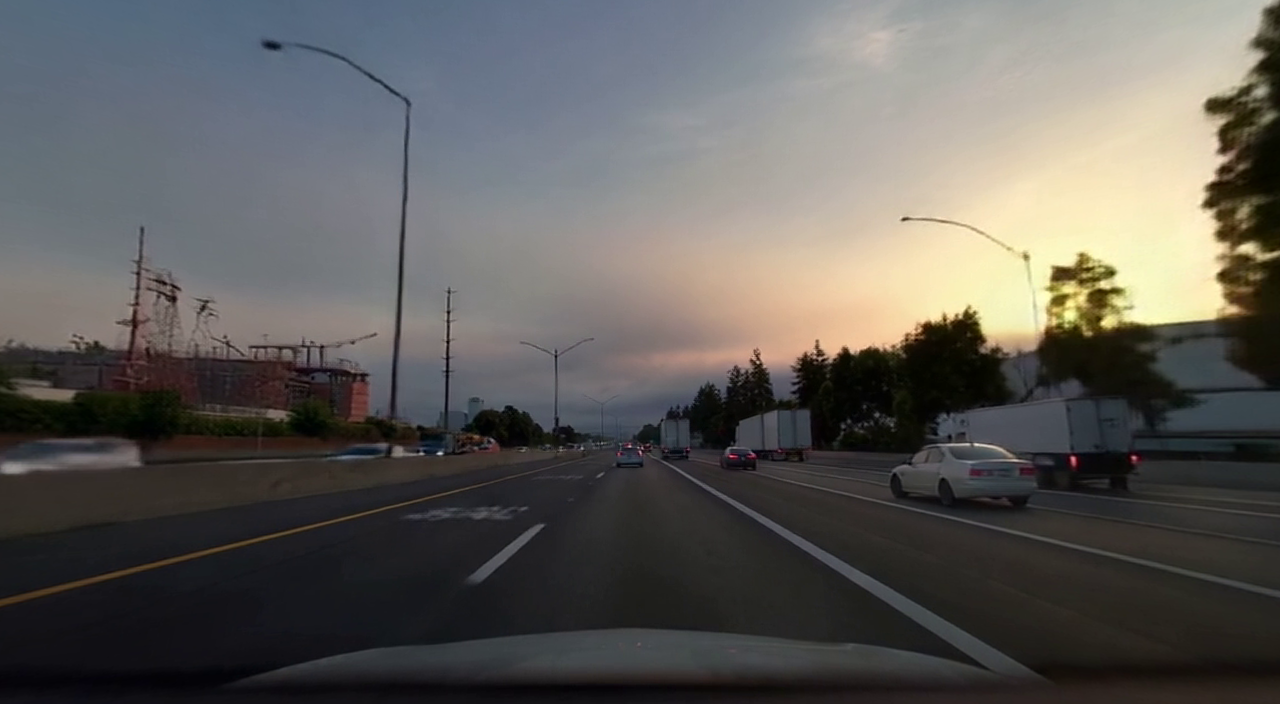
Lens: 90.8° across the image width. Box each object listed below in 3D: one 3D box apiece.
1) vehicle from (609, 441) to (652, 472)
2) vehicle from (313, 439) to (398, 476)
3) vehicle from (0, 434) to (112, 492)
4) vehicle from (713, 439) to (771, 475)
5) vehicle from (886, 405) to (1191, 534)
[{"bbox_3d":[-0.504,5.699,34.501,2.163,1.551,4.180,0,-9,0],"label":"vehicle"},{"bbox_3d":[-12.452,4.662,27.961,1.841,1.498,4.055,0,-9,0],"label":"vehicle"},{"bbox_3d":[-20.230,3.491,19.984,2.104,1.695,5.702,0,-9,0],"label":"vehicle"},{"bbox_3d":[5.016,5.245,31.709,2.154,1.658,4.347,0,-9,0],"label":"vehicle"},{"bbox_3d":[7.354,2.272,12.790,2.369,2.007,5.700,0,-9,-1],"label":"vehicle"}]
